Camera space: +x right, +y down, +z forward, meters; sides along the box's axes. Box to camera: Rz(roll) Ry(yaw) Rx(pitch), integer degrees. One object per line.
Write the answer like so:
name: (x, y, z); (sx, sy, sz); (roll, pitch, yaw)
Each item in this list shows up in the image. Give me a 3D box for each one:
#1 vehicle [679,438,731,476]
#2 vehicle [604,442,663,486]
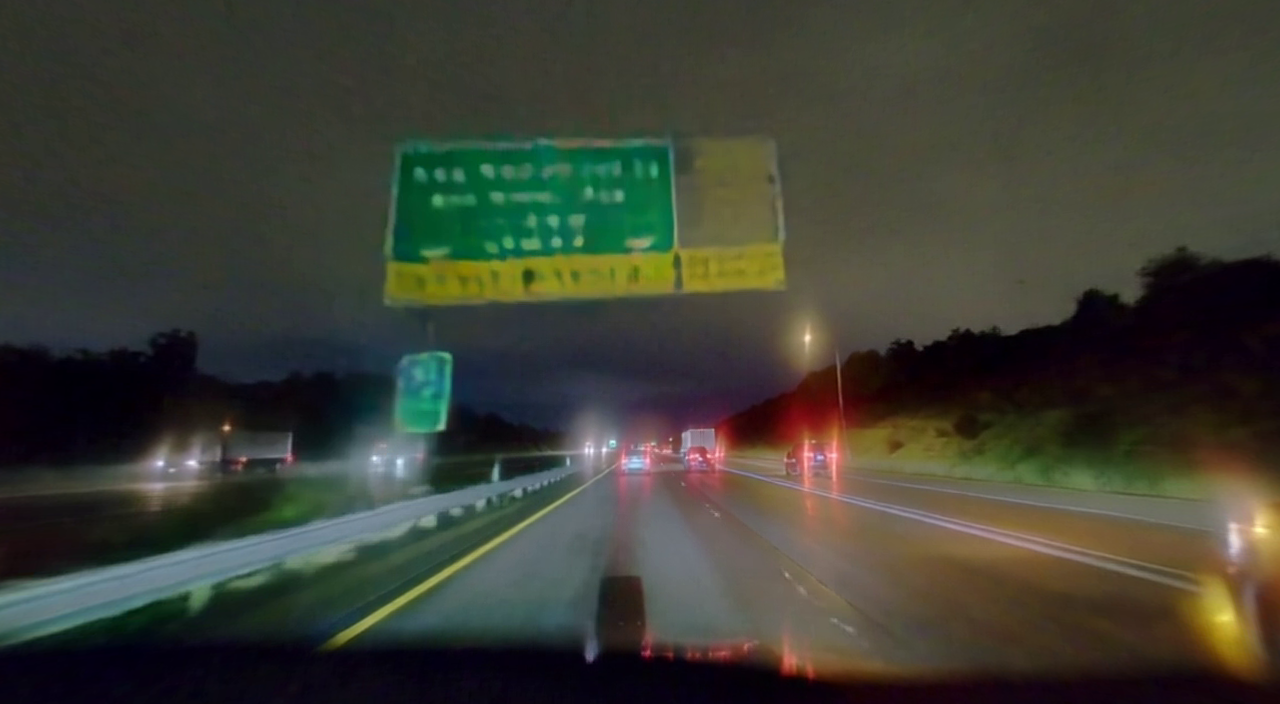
vehicle: (3.081, 5.091, 30.803); (2.048, 1.704, 4.284); (0, -9, -1)
vehicle: (-0.224, 4.028, 22.855); (1.970, 1.441, 3.846); (0, -9, 0)
